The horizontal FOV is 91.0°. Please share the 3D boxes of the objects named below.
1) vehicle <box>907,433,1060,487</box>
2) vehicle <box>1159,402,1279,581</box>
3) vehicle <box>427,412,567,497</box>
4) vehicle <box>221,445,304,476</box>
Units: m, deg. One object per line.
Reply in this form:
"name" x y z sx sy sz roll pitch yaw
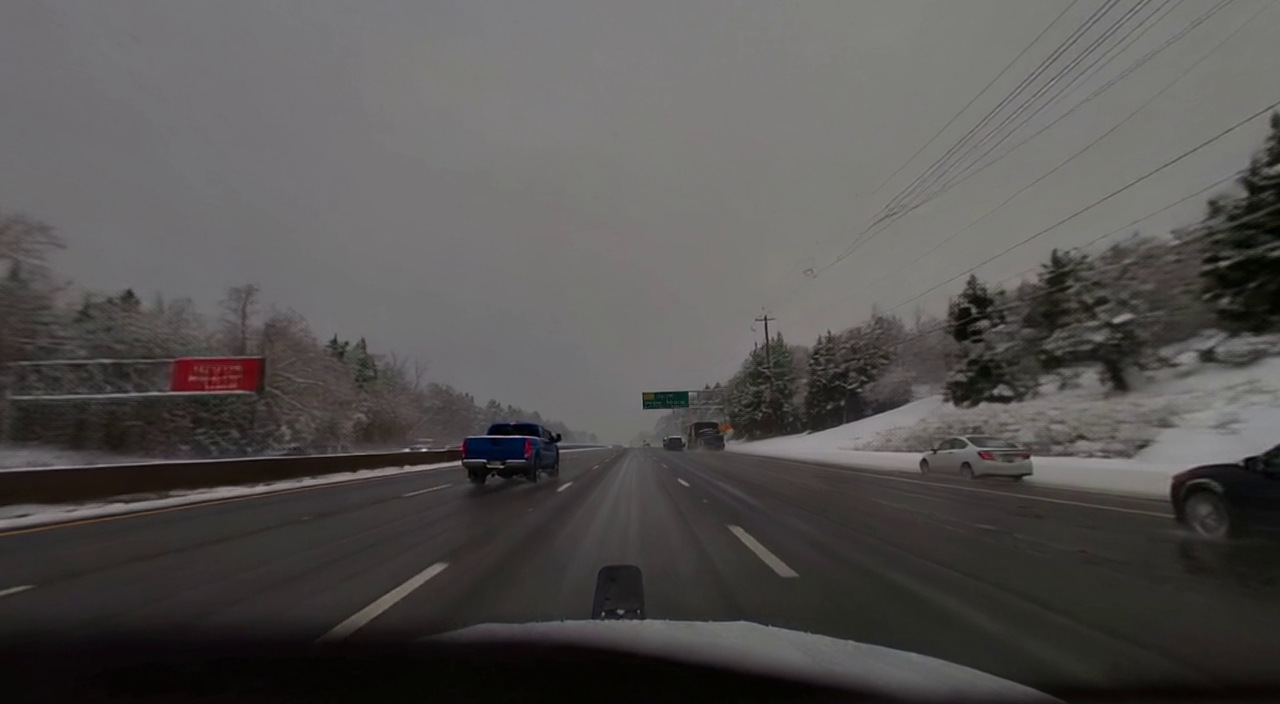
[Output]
"vehicle" 10.495 3.334 19.747 2.076 1.470 4.644 0 -8 -1
"vehicle" 6.975 1.164 4.942 1.976 1.646 4.370 0 -8 -1
"vehicle" -3.812 2.938 18.335 2.508 2.023 6.176 0 -8 1
"vehicle" -21.806 6.265 36.630 1.970 1.705 4.552 0 -8 0
